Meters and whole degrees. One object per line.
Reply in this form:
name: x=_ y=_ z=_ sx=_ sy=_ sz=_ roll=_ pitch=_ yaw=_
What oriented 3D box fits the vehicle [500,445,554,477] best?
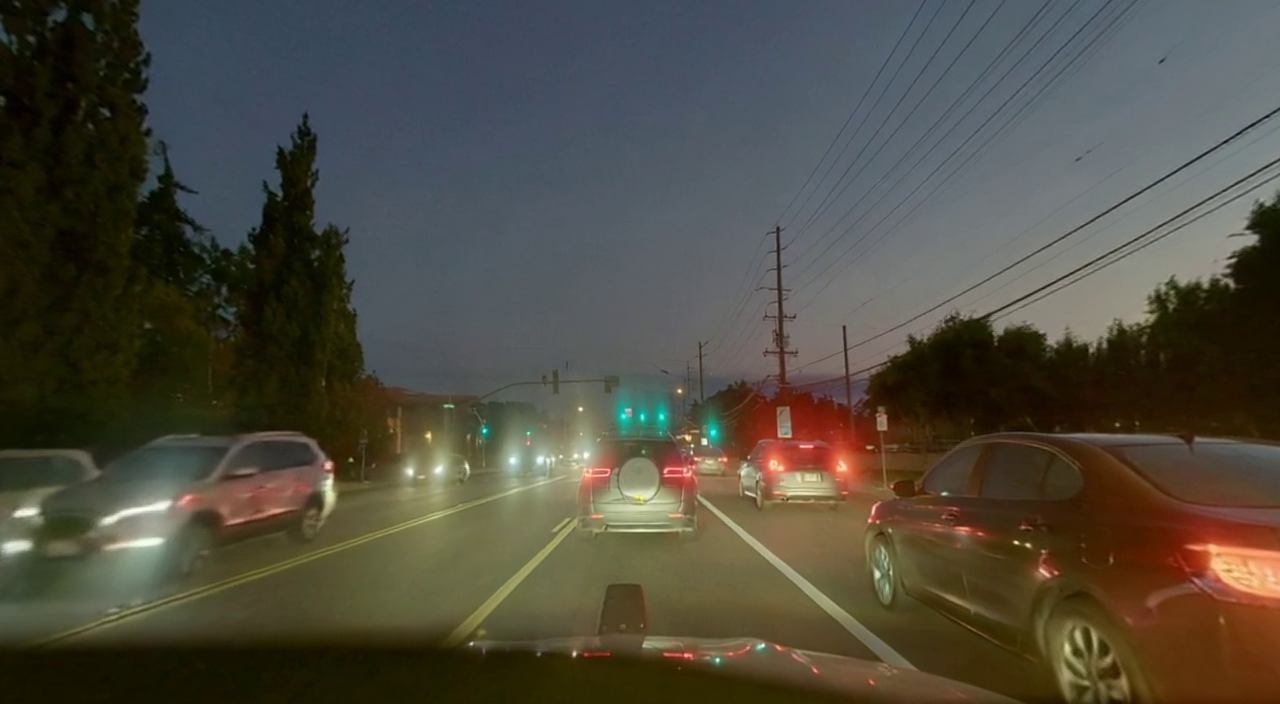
vehicle: x=-6.464 y=6.256 z=36.527 sx=2.218 sy=1.722 sz=4.397 roll=0 pitch=-8 yaw=1

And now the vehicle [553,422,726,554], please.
vehicle: x=0.012 y=2.039 z=10.144 sx=2.200 sy=1.653 sz=4.127 roll=0 pitch=-8 yaw=1

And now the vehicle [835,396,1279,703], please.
vehicle: x=2.867 y=1.181 z=3.943 sx=1.950 sy=1.487 sz=4.275 roll=0 pitch=-8 yaw=0

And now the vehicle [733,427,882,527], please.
vehicle: x=3.192 y=2.454 z=12.955 sx=1.914 sy=1.698 sz=4.049 roll=0 pitch=-8 yaw=0

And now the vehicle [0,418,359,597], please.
vehicle: x=-6.376 y=1.999 z=9.129 sx=2.328 sy=1.861 sz=4.891 roll=0 pitch=-8 yaw=0

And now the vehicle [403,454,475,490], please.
vehicle: x=-9.251 y=5.539 z=29.370 sx=1.854 sy=1.459 sz=4.288 roll=0 pitch=-8 yaw=1
